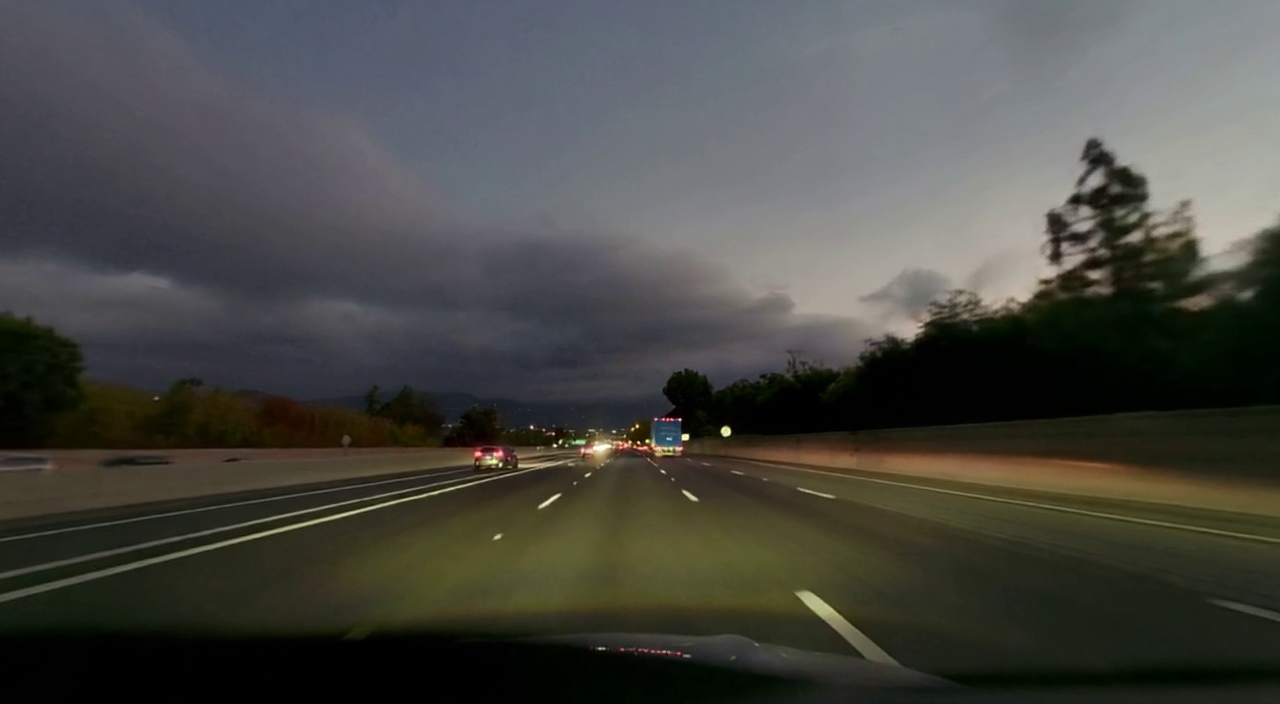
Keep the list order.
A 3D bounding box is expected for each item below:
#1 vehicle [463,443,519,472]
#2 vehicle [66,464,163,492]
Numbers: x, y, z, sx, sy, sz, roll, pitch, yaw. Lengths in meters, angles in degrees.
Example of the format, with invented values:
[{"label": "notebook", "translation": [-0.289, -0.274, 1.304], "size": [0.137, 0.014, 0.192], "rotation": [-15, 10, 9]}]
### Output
[{"label": "vehicle", "translation": [-8.206, 5.816, 35.144], "size": [2.033, 1.494, 4.508], "rotation": [0, -9, 0]}, {"label": "vehicle", "translation": [-30.527, 7.303, 36.899], "size": [1.823, 1.446, 4.444], "rotation": [0, -9, 0]}]
